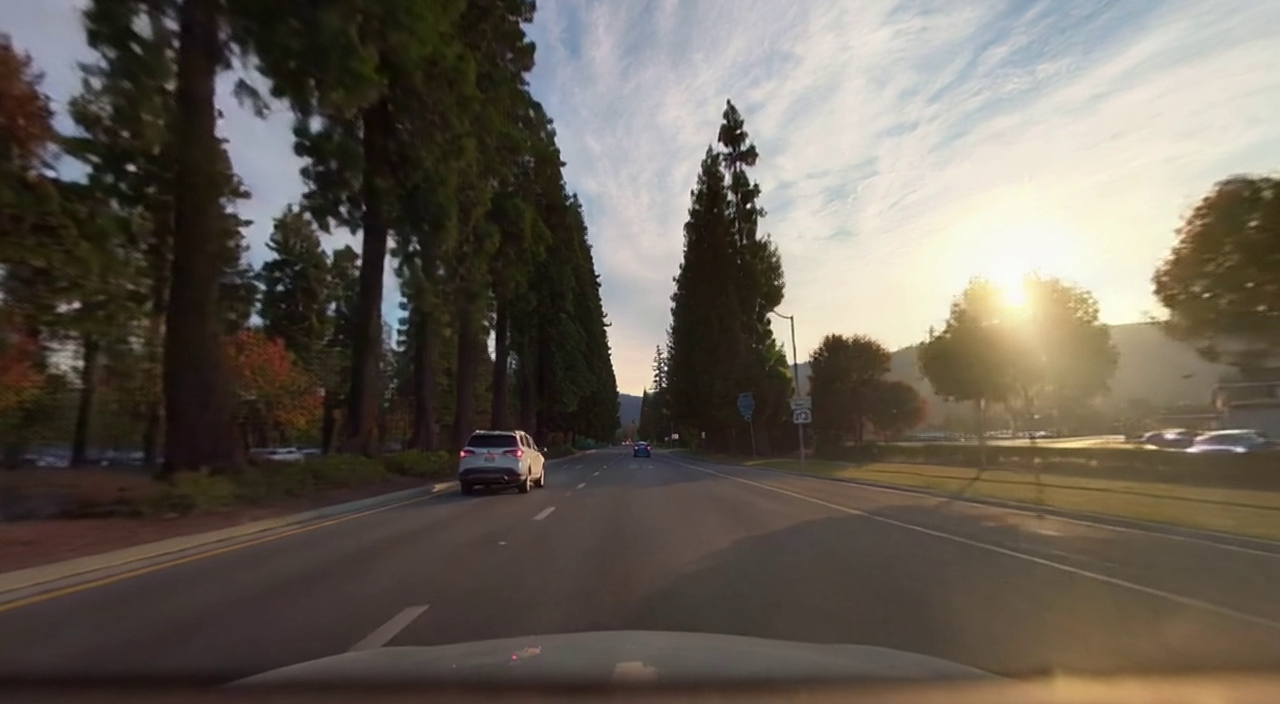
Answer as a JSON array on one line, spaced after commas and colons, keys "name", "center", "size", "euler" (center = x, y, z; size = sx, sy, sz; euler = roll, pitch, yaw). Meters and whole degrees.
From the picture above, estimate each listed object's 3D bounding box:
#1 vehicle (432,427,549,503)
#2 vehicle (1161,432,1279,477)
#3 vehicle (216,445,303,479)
[{"name": "vehicle", "center": [-3.772, 2.933, 16.833], "size": [2.078, 1.748, 4.279], "euler": [0, -8, 0]}, {"name": "vehicle", "center": [20.916, 3.612, 22.458], "size": [3.818, 1.482, 1.729], "euler": [3, -8, -17]}, {"name": "vehicle", "center": [-22.046, 6.379, 36.865], "size": [2.117, 1.827, 4.770], "euler": [0, -8, 0]}]
